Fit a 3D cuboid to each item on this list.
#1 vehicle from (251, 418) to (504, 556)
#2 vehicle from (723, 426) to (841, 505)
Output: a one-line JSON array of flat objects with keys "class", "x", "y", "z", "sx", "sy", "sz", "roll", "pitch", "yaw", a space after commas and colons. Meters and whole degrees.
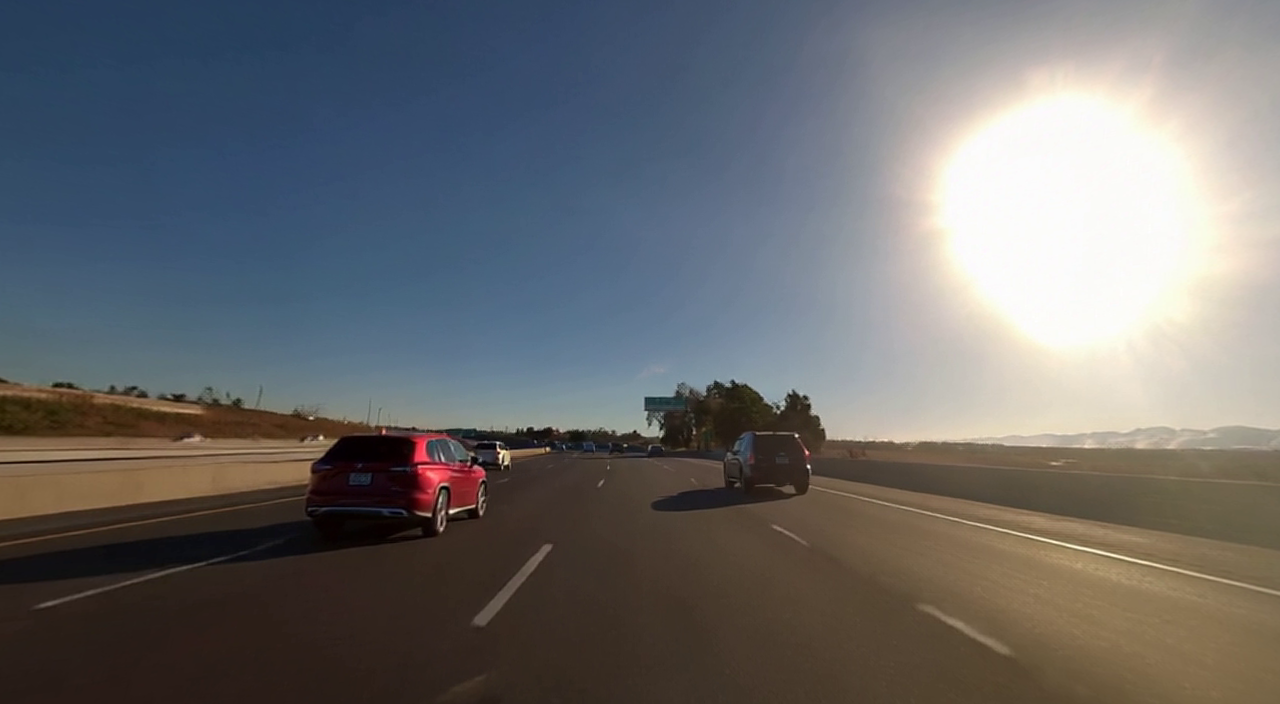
[{"class": "vehicle", "x": -3.866, "y": 2.070, "z": 10.380, "sx": 2.214, "sy": 1.743, "sz": 4.465, "roll": 0, "pitch": -9, "yaw": 0}, {"class": "vehicle", "x": 3.721, "y": 3.082, "z": 17.533, "sx": 2.153, "sy": 1.860, "sz": 4.689, "roll": 0, "pitch": -9, "yaw": 0}]
